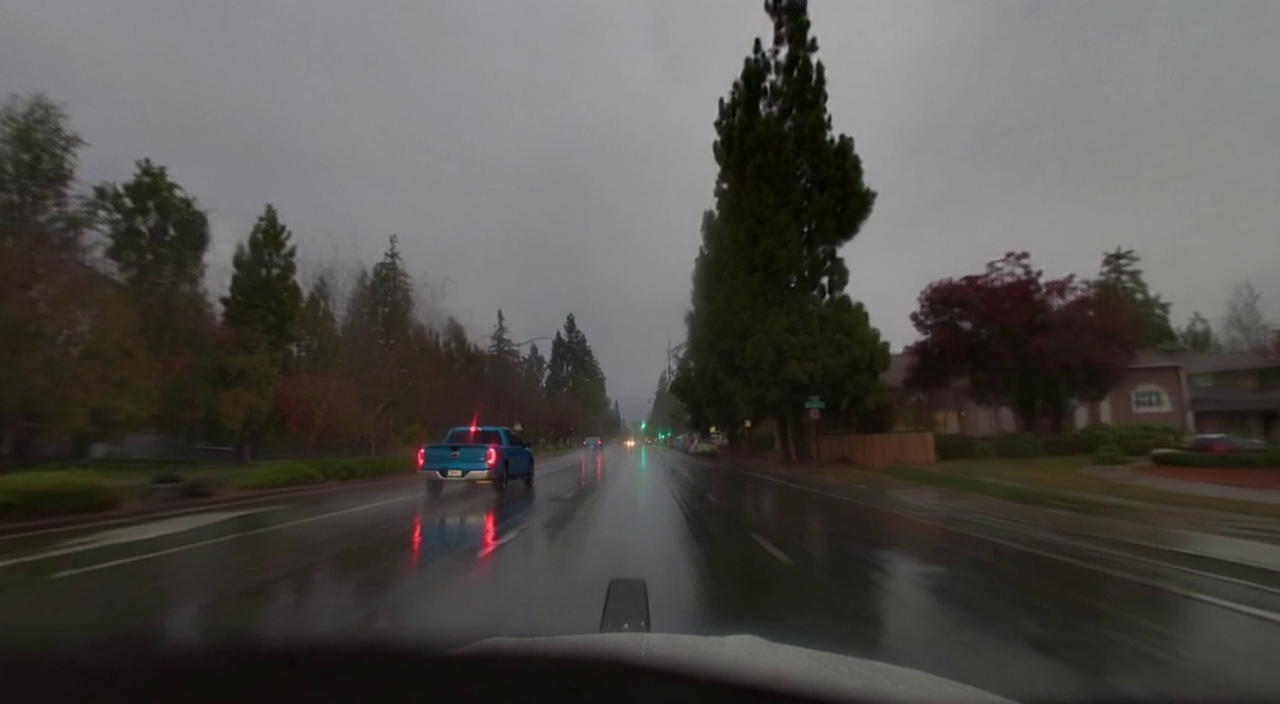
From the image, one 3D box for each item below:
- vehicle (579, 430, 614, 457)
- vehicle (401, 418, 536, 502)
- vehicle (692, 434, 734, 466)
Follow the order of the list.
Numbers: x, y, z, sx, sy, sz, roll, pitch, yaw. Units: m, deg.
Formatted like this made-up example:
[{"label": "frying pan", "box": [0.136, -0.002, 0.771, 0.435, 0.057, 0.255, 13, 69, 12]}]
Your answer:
[{"label": "vehicle", "box": [-3.311, 7.082, 48.854, 2.230, 1.987, 4.385, 0, -8, 2]}, {"label": "vehicle", "box": [-4.052, 2.638, 15.841, 2.002, 1.747, 4.728, 0, -8, 0]}, {"label": "vehicle", "box": [4.203, 5.717, 37.025, 2.016, 1.736, 4.356, 0, -8, 1]}]
